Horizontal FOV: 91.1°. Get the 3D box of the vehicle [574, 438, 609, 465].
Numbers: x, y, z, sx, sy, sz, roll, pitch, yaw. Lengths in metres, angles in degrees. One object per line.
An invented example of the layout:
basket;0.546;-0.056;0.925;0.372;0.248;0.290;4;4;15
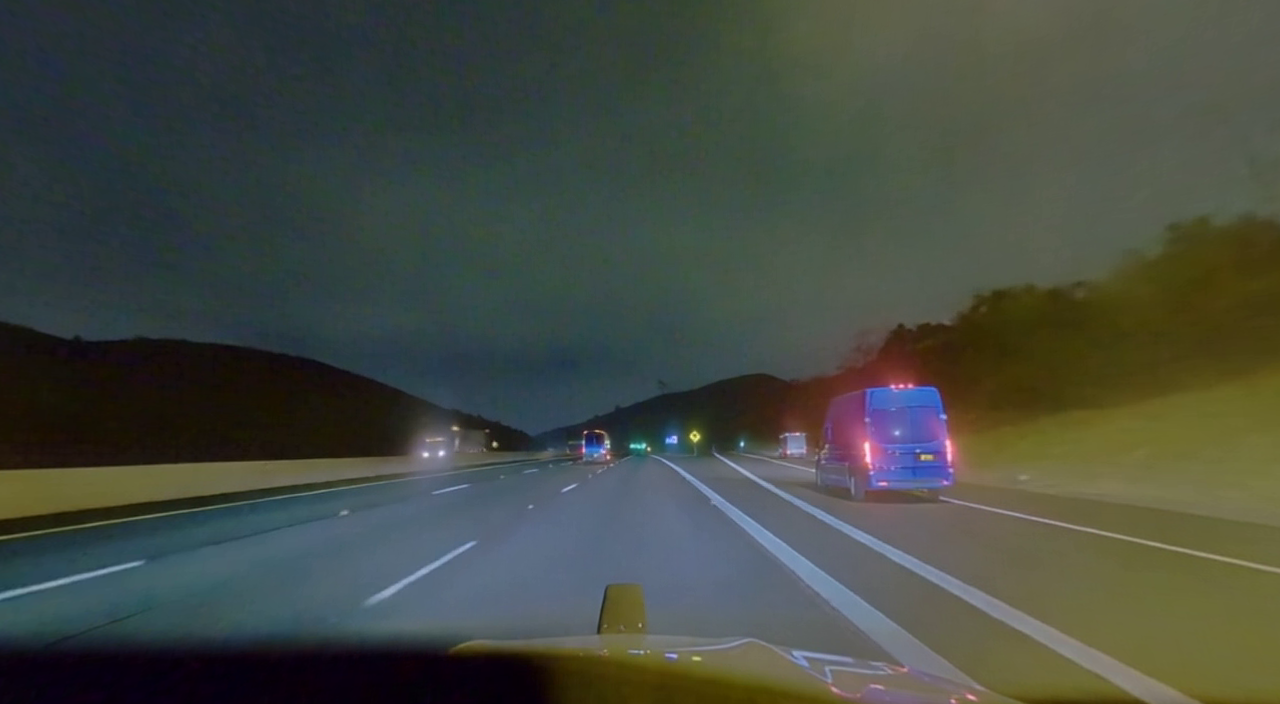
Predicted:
vehicle;-3.528;7.309;46.295;2.169;1.849;4.639;0;-8;0
